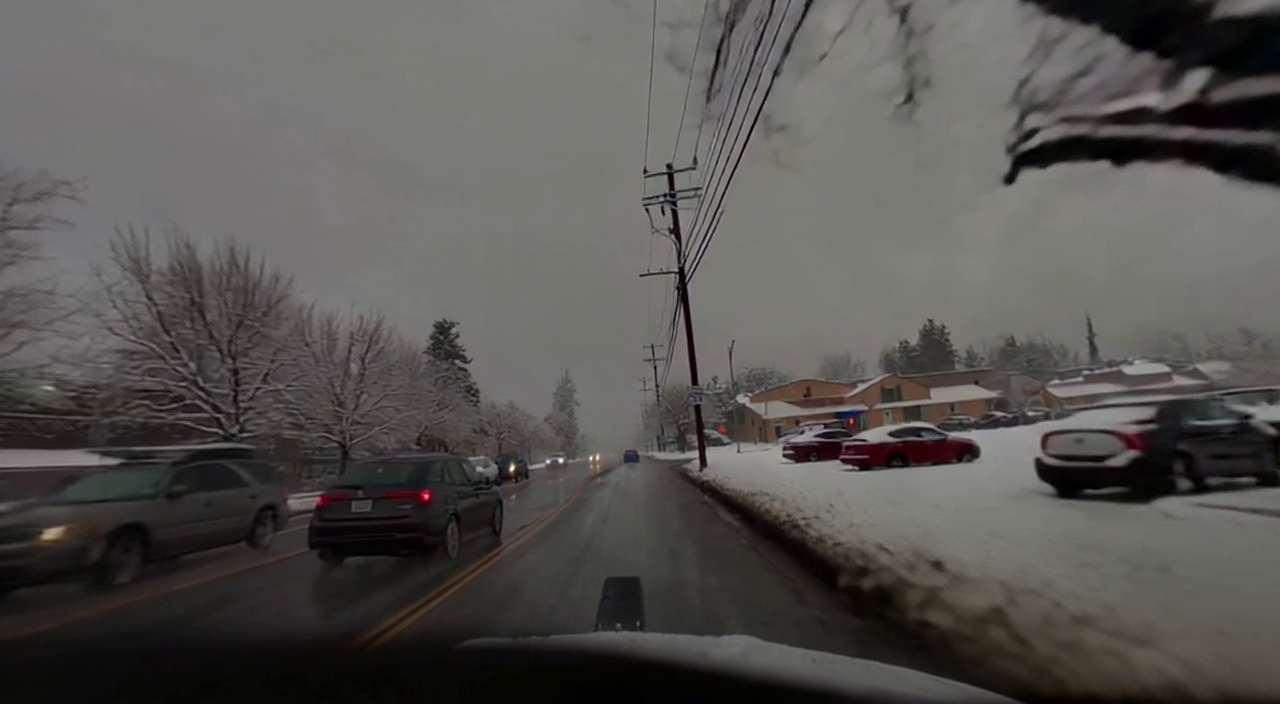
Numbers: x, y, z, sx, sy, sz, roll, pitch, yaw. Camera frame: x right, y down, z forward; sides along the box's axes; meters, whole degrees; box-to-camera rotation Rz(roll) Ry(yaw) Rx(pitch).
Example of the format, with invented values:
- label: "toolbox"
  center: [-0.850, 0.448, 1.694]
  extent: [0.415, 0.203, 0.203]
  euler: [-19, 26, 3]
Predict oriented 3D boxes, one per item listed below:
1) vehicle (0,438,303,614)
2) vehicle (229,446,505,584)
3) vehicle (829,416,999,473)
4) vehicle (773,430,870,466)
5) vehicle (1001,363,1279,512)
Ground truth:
- label: "vehicle"
  center: [-6.959, 2.158, 8.847]
  extent: [2.000, 1.791, 4.465]
  euler: [0, -9, 0]
- label: "vehicle"
  center: [-3.413, 2.097, 9.045]
  extent: [1.943, 1.455, 4.414]
  euler: [-1, -9, 1]
- label: "vehicle"
  center: [8.221, 2.769, 18.913]
  extent: [4.713, 1.518, 2.035]
  euler: [4, -10, -27]
- label: "vehicle"
  center: [8.000, 4.217, 27.750]
  extent: [4.000, 1.440, 1.746]
  euler: [5, -10, -30]
- label: "vehicle"
  center: [7.478, 1.235, 9.040]
  extent: [4.344, 1.674, 1.912]
  euler: [5, -10, -29]
